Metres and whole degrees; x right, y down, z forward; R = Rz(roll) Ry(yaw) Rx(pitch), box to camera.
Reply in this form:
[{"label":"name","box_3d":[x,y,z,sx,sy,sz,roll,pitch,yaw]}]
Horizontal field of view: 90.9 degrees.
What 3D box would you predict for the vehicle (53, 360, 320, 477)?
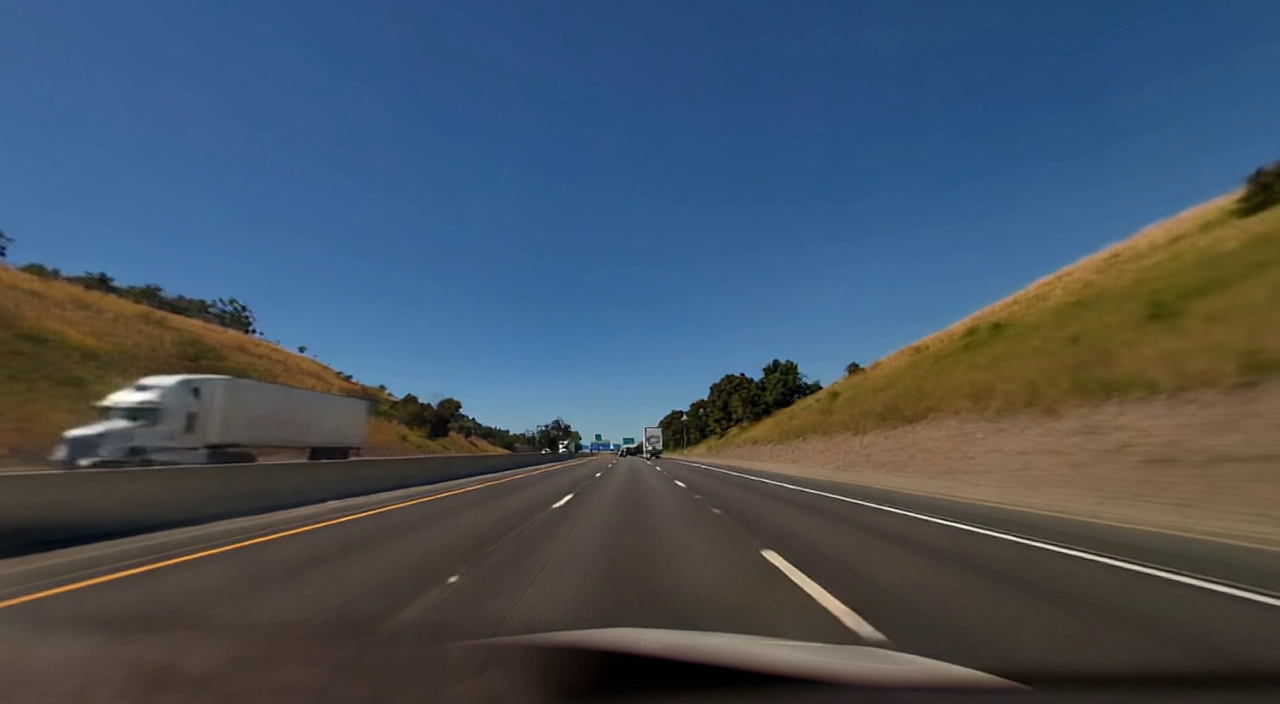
[{"label":"vehicle","box_3d":[-19.373,3.326,28.798,2.897,4.187,12.412,0,-9,0]}]
